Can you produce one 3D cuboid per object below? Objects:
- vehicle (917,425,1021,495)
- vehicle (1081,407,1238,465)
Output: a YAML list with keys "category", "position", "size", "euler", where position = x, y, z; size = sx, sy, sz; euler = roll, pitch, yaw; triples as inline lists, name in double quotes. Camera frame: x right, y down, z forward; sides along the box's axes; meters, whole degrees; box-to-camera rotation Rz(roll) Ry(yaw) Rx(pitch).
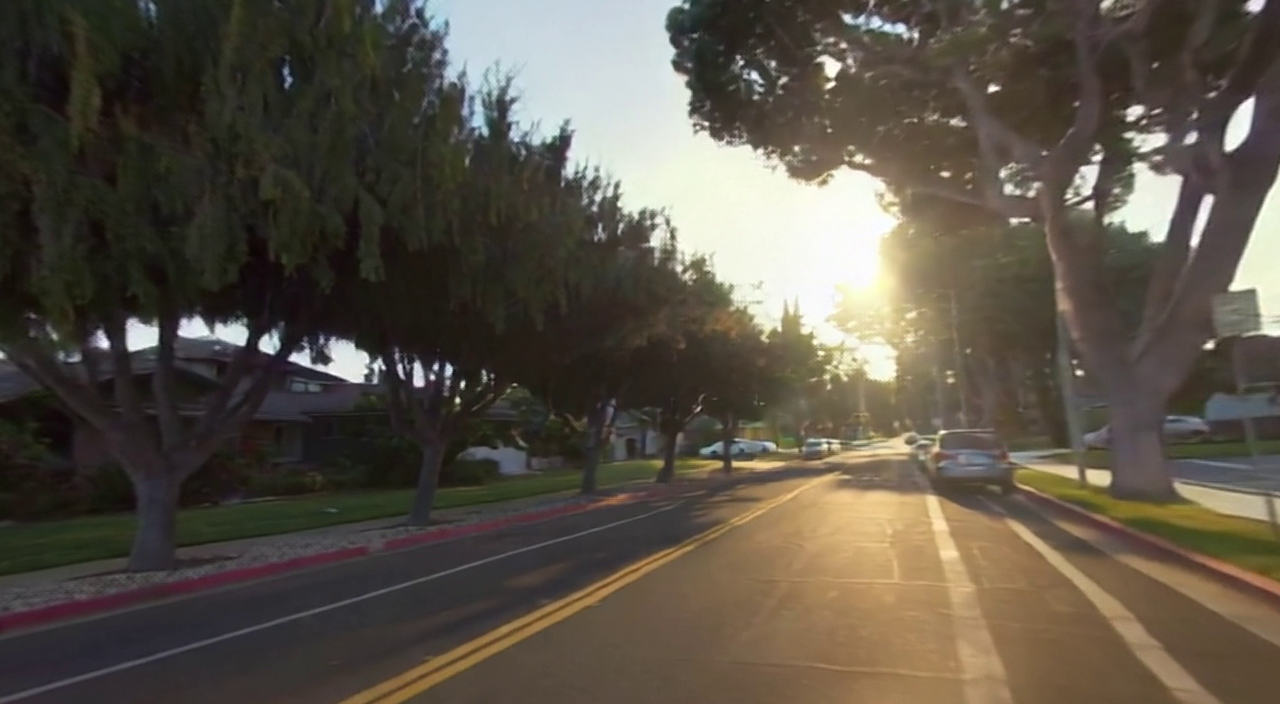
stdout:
- category: "vehicle"
  position: [9.445, 3.102, 18.512]
  size: [2.204, 1.776, 4.262]
  euler: [-4, -9, 22]
- category: "vehicle"
  position: [19.617, 3.178, 23.962]
  size: [4.390, 1.696, 1.954]
  euler: [-4, -8, -9]
